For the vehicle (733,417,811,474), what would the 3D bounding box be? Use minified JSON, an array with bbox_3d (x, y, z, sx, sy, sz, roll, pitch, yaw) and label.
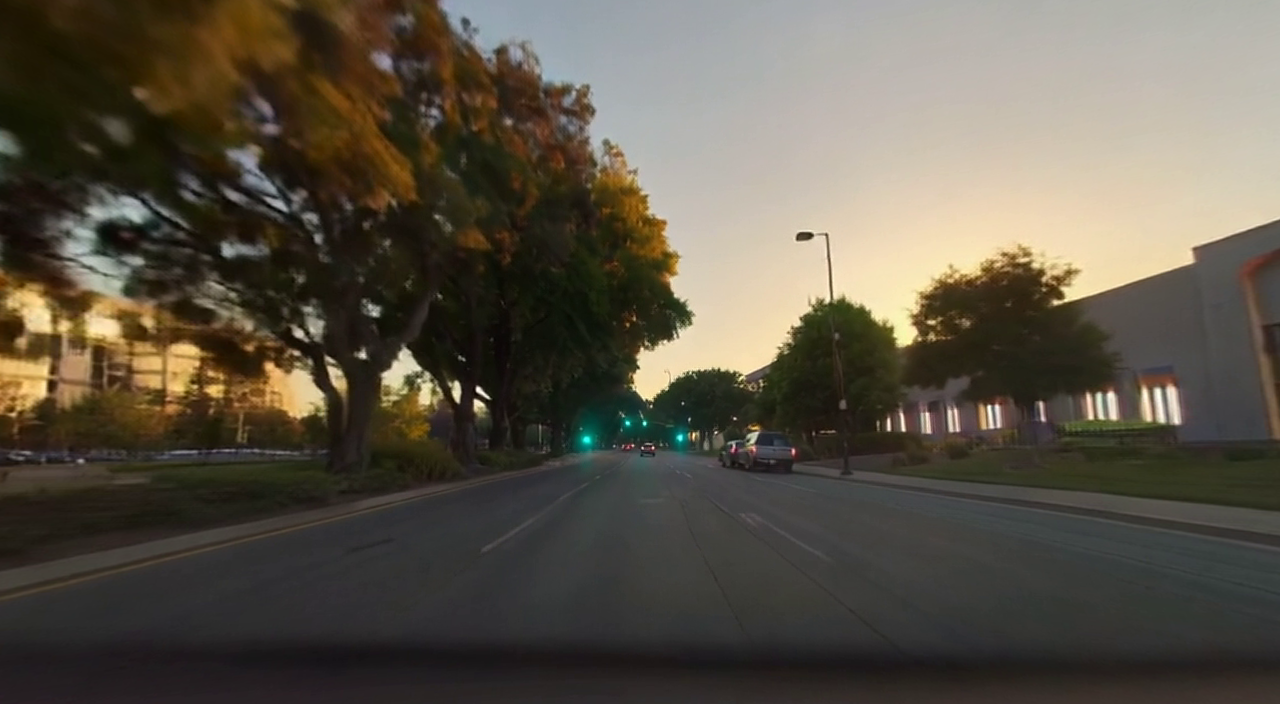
[{"bbox_3d":[6.568,4.796,32.406,2.762,2.607,6.182,0,-8,1],"label":"vehicle"}]
